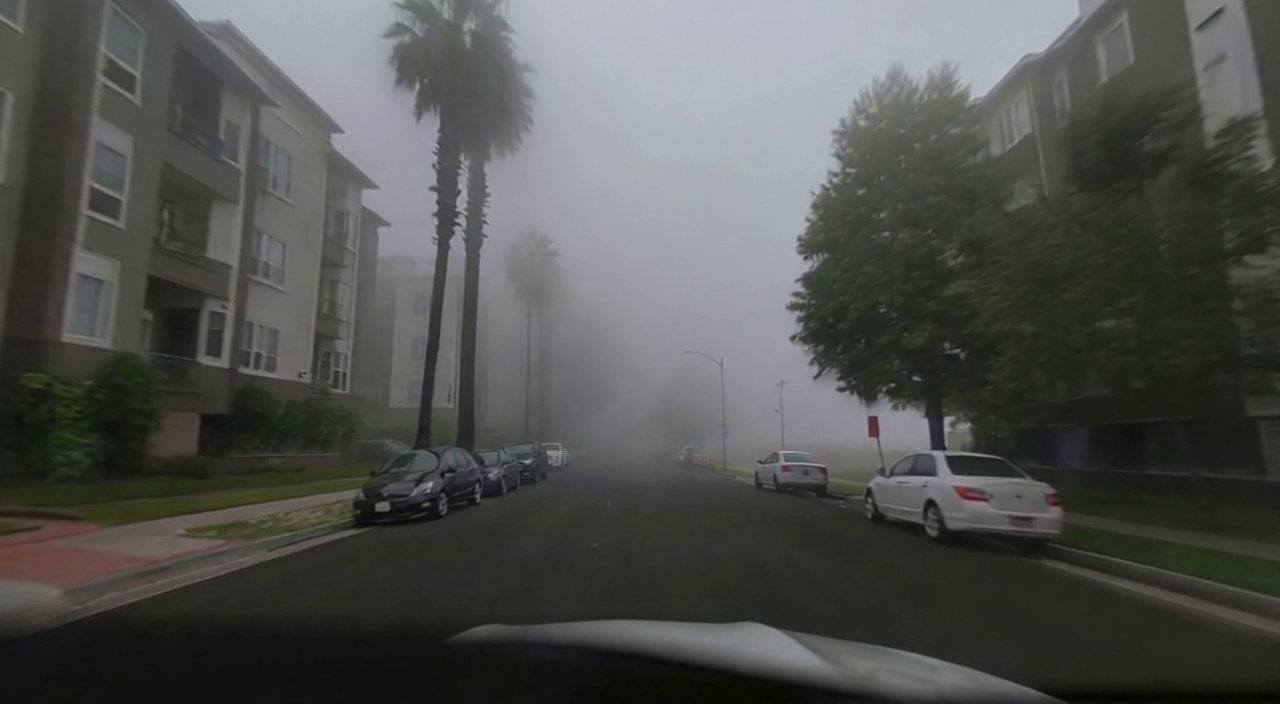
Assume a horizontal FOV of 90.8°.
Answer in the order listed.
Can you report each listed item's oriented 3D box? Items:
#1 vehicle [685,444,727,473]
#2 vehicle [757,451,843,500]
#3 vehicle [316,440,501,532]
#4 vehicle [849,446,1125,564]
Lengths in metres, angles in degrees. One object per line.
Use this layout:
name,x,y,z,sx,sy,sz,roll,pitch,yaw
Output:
vehicle,4.263,7.004,41.733,1.969,1.782,4.677,1,-9,-4
vehicle,5.249,4.063,21.199,1.812,1.461,3.575,0,-9,-2
vehicle,-4.521,2.688,13.324,2.066,1.506,4.719,1,-9,0
vehicle,5.448,2.417,10.843,2.121,1.568,4.473,0,-9,-1
